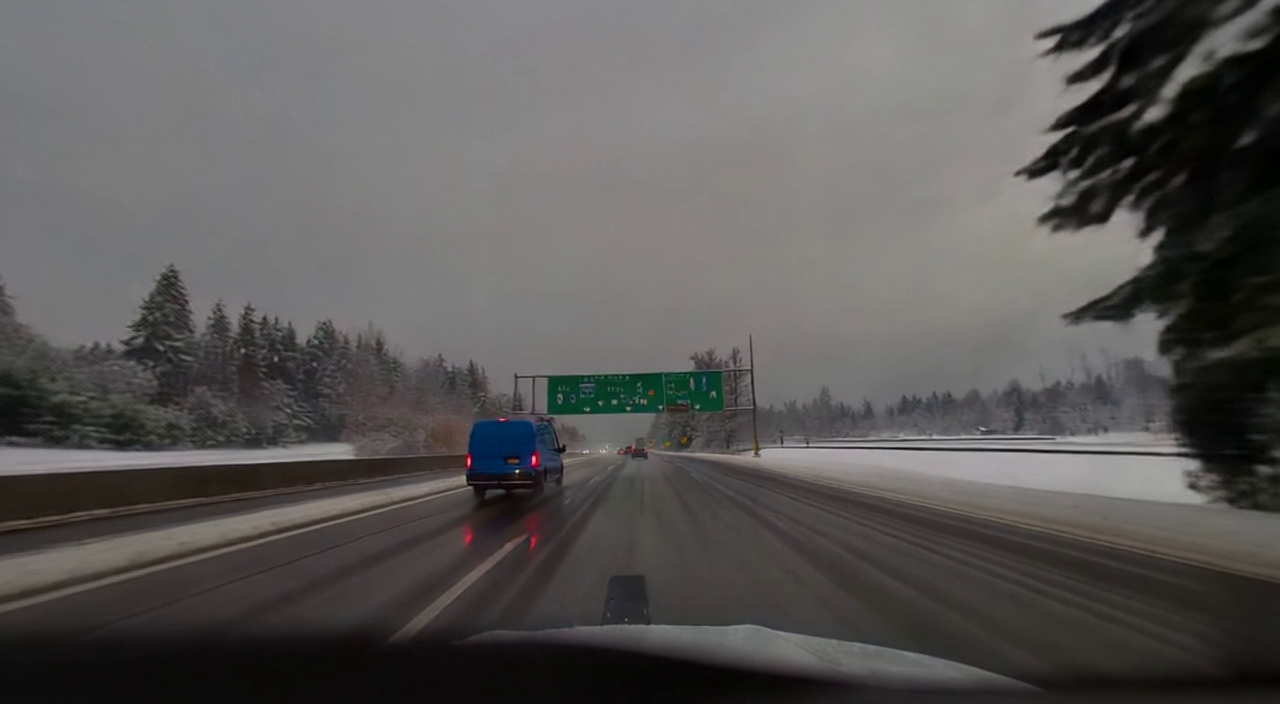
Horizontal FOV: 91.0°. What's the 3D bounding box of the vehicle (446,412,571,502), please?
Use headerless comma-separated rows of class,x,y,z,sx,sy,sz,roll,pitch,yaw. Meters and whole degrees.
vehicle,-3.227,2.700,16.547,2.281,2.025,4.586,0,-8,0
